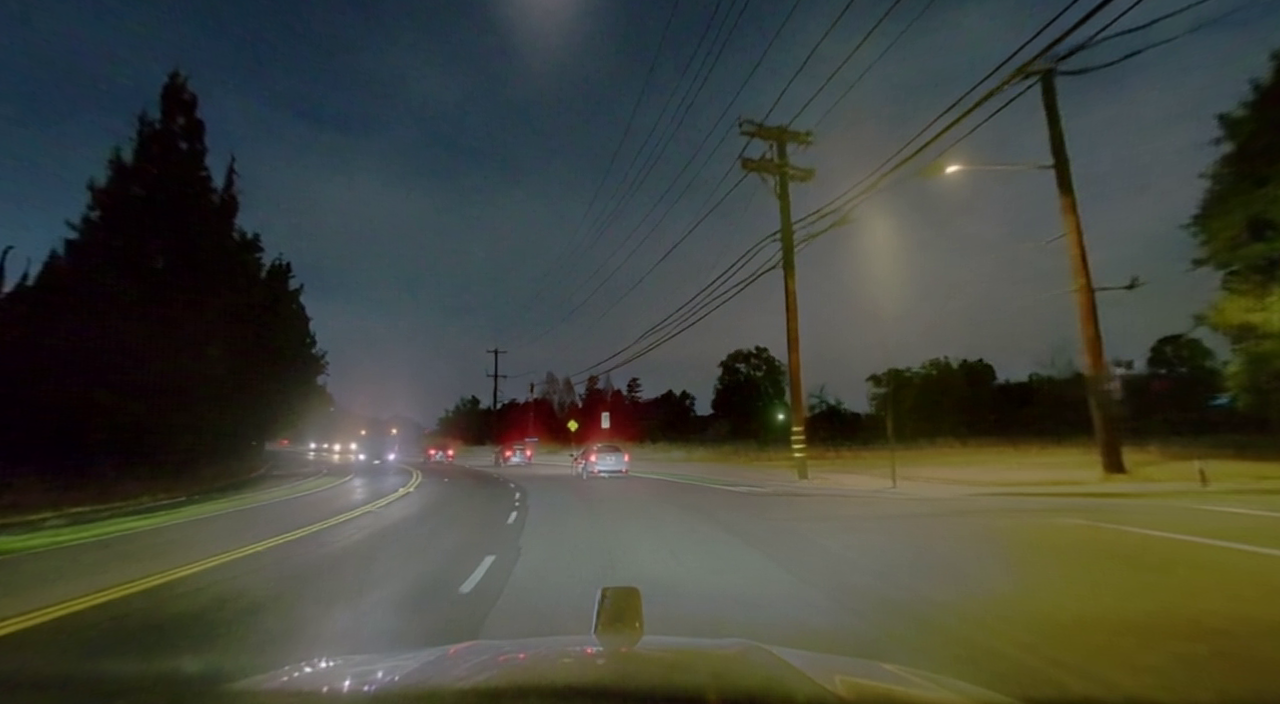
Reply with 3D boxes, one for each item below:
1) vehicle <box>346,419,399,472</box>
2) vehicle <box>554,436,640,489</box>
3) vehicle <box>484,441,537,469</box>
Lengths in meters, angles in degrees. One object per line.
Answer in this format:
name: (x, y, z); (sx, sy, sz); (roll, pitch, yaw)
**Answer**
vehicle: (-16.270, 5.675, 38.202); (2.413, 2.872, 6.823); (4, -10, -26)
vehicle: (-1.716, 4.074, 23.566); (2.140, 1.767, 4.720); (2, -9, -17)
vehicle: (-8.336, 6.574, 40.363); (2.075, 1.699, 4.520); (4, -10, -28)
